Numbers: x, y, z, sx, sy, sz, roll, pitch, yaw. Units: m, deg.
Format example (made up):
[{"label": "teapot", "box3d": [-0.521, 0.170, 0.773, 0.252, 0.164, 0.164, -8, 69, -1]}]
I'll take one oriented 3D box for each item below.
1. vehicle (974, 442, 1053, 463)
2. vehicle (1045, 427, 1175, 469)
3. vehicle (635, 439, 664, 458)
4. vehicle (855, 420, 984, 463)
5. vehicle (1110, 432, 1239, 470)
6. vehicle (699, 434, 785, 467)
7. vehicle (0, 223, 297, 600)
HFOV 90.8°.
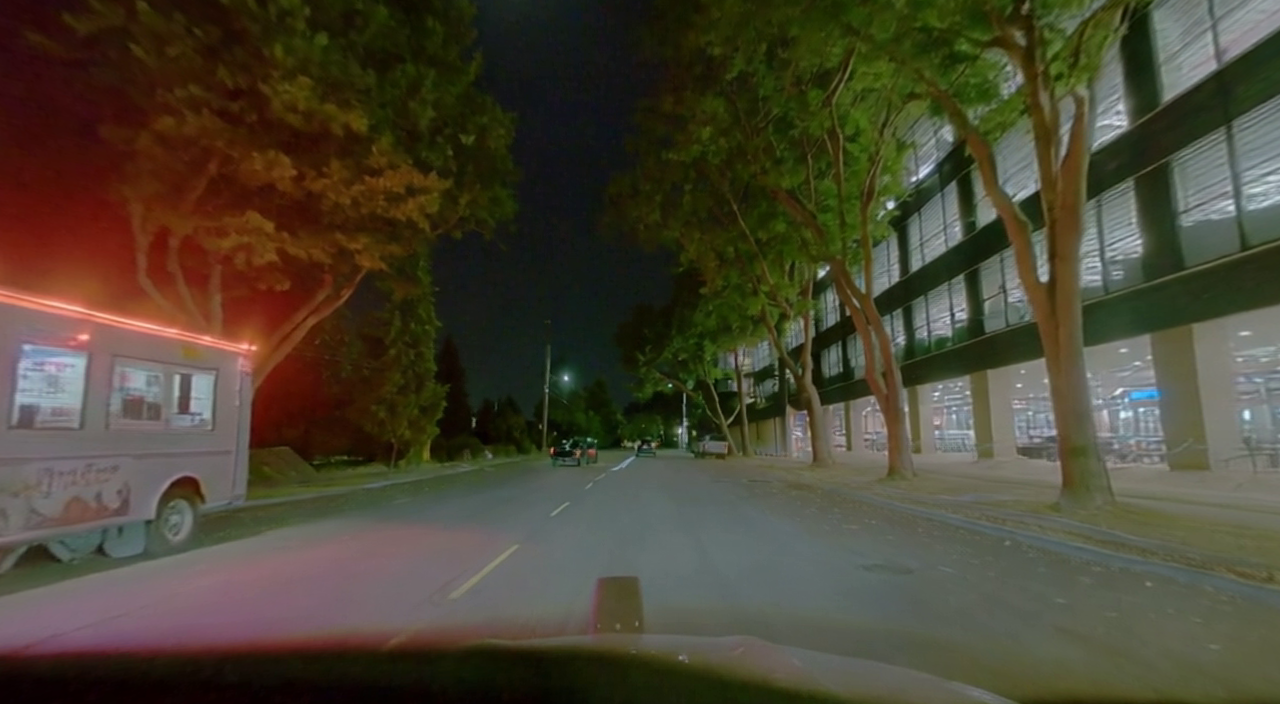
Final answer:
[{"label": "vehicle", "box3d": [27.226, 7.339, 46.105, 4.558, 1.452, 1.790, 0, -8, 0]}, {"label": "vehicle", "box3d": [26.403, 5.402, 35.633, 5.596, 2.168, 2.307, 2, -8, -3]}, {"label": "vehicle", "box3d": [0.702, 7.460, 48.858, 2.046, 1.445, 4.001, 0, -8, -2]}, {"label": "vehicle", "box3d": [14.324, 4.620, 32.672, 5.540, 2.045, 2.259, 0, -8, -1]}, {"label": "vehicle", "box3d": [27.152, 5.043, 32.217, 4.591, 1.808, 2.016, 0, -8, 1]}, {"label": "vehicle", "box3d": [5.812, 5.561, 35.735, 4.626, 1.723, 1.939, 5, -10, -32]}, {"label": "vehicle", "box3d": [-7.026, 0.697, 6.576, 2.968, 3.222, 7.036, -1, -8, -1]}]
